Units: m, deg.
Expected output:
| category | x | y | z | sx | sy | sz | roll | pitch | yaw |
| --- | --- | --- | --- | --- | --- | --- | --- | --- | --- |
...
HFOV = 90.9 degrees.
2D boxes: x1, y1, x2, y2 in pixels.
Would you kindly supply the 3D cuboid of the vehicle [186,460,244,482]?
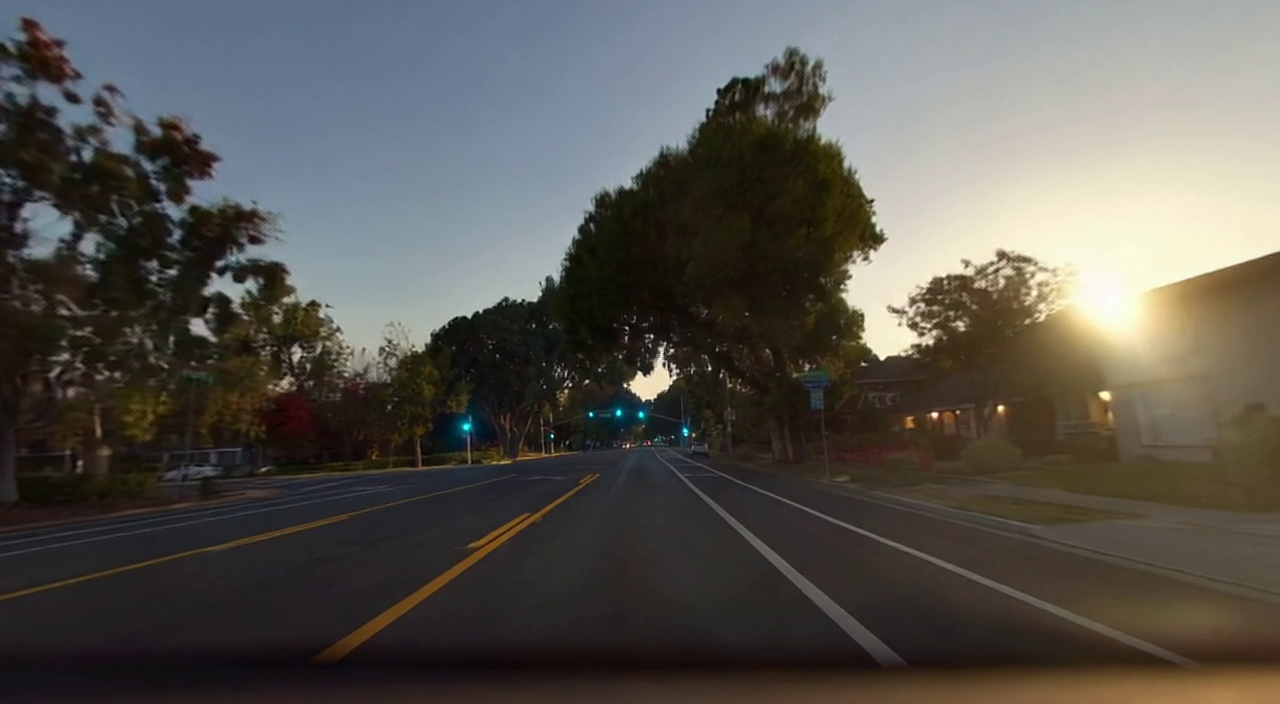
| category | x | y | z | sx | sy | sz | roll | pitch | yaw |
| --- | --- | --- | --- | --- | --- | --- | --- | --- | --- |
| vehicle | -33.078 | 9.226 | 49.155 | 1.713 | 1.527 | 3.708 | -1 | -9 | 5 |
